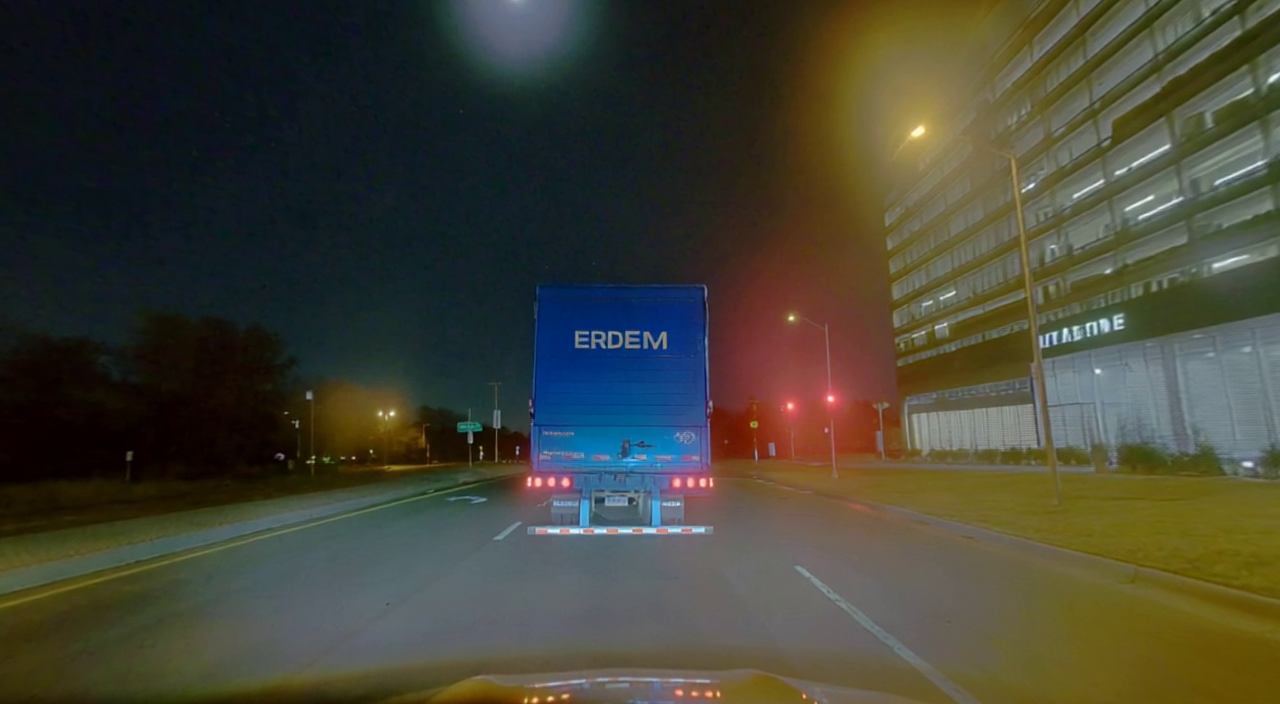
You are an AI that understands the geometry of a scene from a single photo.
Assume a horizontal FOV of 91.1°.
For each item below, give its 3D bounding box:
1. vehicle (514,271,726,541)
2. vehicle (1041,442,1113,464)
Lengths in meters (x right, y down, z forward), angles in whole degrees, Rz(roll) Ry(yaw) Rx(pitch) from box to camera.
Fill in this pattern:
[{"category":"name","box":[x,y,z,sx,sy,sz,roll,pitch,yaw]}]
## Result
[{"category":"vehicle","box":[-0.187,1.329,13.386,2.876,3.724,9.351,-1,-8,1]},{"category":"vehicle","box":[31.362,7.212,45.152,1.652,1.423,3.797,5,-9,-36]}]
